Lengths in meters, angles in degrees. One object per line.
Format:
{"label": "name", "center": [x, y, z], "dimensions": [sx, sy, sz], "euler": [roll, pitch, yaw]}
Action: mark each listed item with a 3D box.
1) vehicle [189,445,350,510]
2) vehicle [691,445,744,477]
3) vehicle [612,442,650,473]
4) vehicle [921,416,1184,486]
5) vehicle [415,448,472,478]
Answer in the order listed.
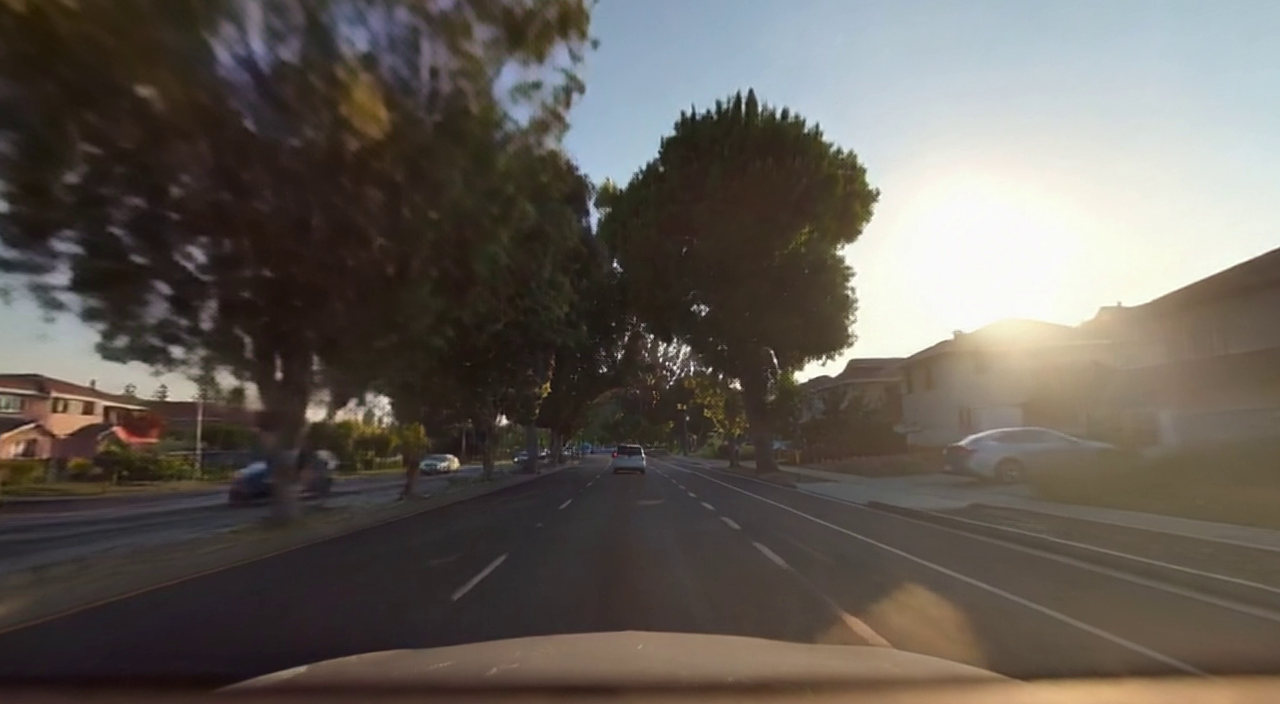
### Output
{"label": "vehicle", "center": [-11.346, 3.825, 19.833], "dimensions": [2.232, 1.651, 4.777], "euler": [-4, -9, 0]}
{"label": "vehicle", "center": [3.932, 5.615, 32.736], "dimensions": [2.045, 1.517, 4.394], "euler": [0, -9, -2]}
{"label": "vehicle", "center": [-0.555, 6.020, 36.080], "dimensions": [2.024, 1.655, 4.301], "euler": [0, -9, -2]}
{"label": "vehicle", "center": [11.569, 2.823, 18.065], "dimensions": [5.876, 1.828, 2.268], "euler": [0, -9, 1]}
{"label": "vehicle", "center": [-11.765, 6.638, 38.038], "dimensions": [2.065, 1.644, 4.412], "euler": [0, -9, 0]}
